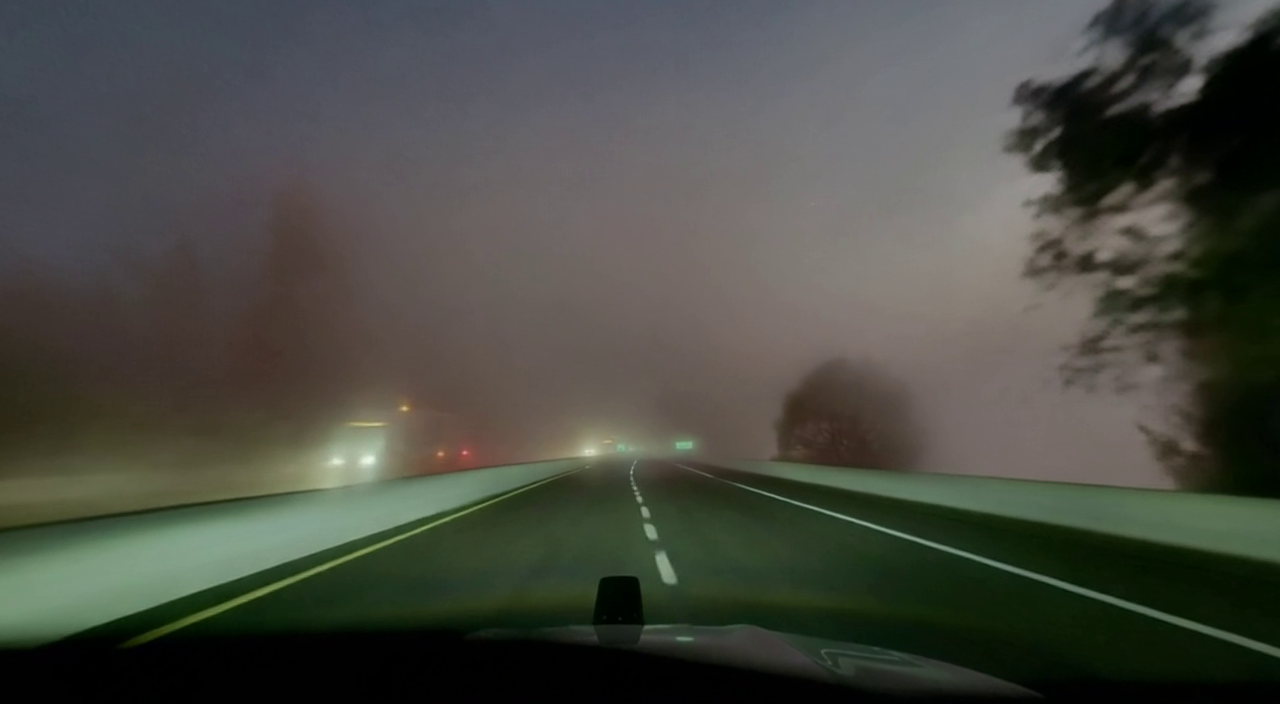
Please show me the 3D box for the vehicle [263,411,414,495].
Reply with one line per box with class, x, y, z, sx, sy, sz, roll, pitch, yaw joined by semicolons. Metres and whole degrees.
vehicle;-10.983;3.799;23.839;2.597;2.717;6.297;0;-9;-1
